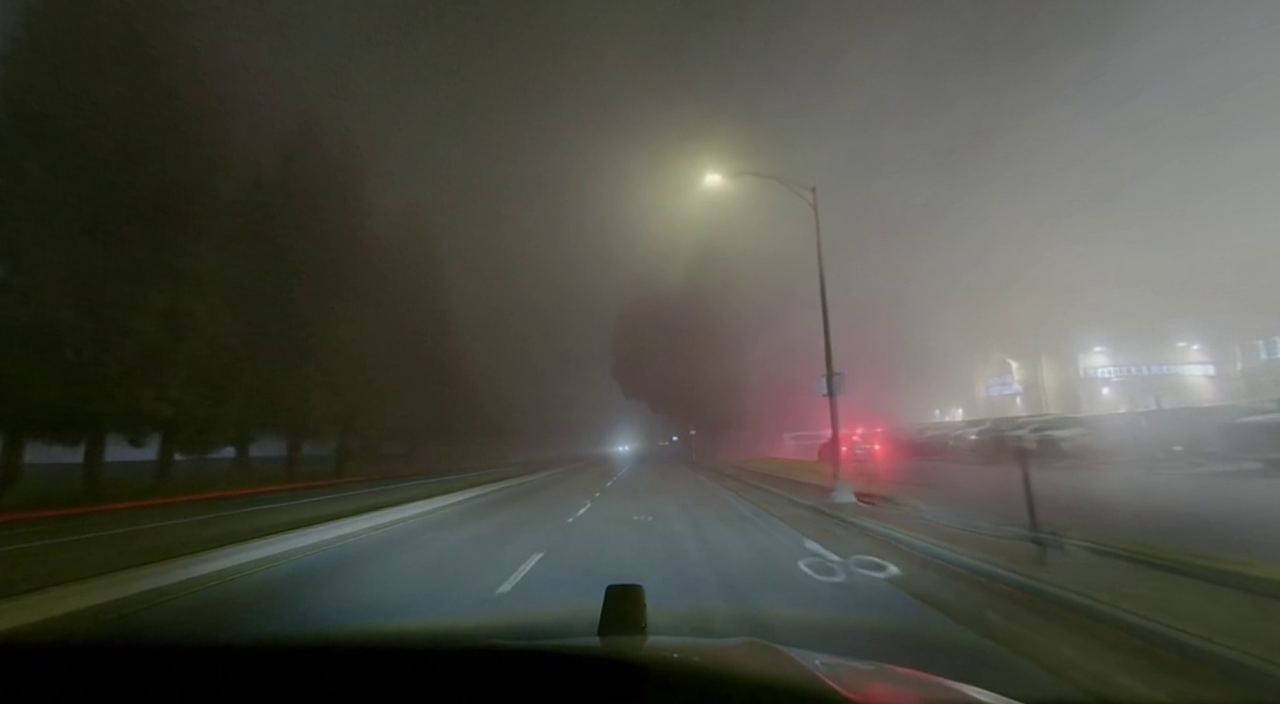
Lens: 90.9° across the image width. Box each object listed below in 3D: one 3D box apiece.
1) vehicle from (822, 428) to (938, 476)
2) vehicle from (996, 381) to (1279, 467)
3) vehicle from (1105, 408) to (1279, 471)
[{"bbox_3d":[8.077,3.433,21.794,2.056,1.449,4.679,0,-9,-1],"label":"vehicle"},{"bbox_3d":[14.707,2.346,19.150,6.247,2.094,2.436,-10,-13,39],"label":"vehicle"},{"bbox_3d":[14.896,2.225,16.018,4.631,1.384,1.906,-8,-11,30],"label":"vehicle"}]
